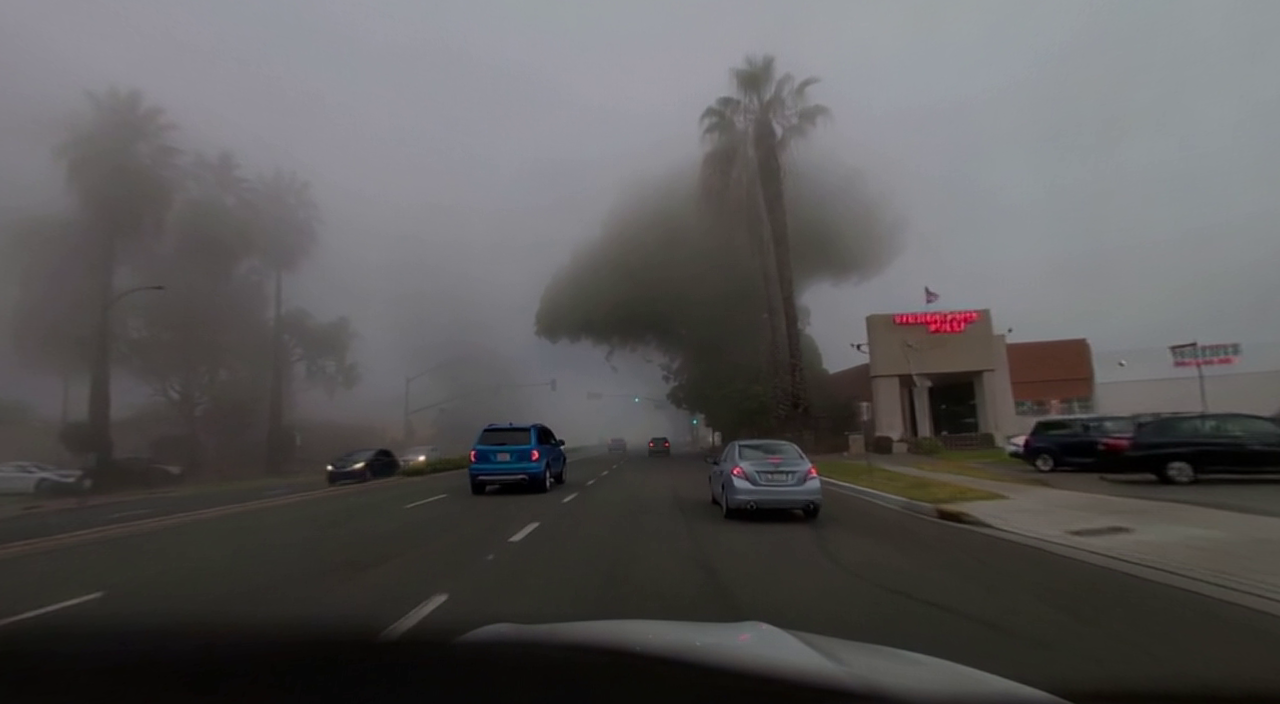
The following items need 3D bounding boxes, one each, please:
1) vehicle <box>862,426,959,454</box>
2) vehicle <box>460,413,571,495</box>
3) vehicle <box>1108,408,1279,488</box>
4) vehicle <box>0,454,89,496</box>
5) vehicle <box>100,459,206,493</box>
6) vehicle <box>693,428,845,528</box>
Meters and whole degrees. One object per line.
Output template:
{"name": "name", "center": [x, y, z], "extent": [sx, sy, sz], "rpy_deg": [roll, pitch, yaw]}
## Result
{"name": "vehicle", "center": [15.138, 4.994, 35.522], "extent": [4.680, 1.506, 2.017], "rpy_deg": [-3, -9, 14]}
{"name": "vehicle", "center": [-3.305, 2.867, 17.823], "extent": [2.152, 1.987, 4.527], "rpy_deg": [0, -9, 1]}
{"name": "vehicle", "center": [11.708, 1.857, 12.201], "extent": [1.874, 1.386, 3.745], "rpy_deg": [6, -11, -35]}
{"name": "vehicle", "center": [-26.820, 5.221, 26.970], "extent": [4.667, 1.680, 2.082], "rpy_deg": [7, -11, -39]}
{"name": "vehicle", "center": [-26.664, 6.743, 34.583], "extent": [4.343, 1.452, 2.097], "rpy_deg": [4, -11, -44]}
{"name": "vehicle", "center": [2.117, 2.227, 11.715], "extent": [1.919, 1.472, 4.470], "rpy_deg": [0, -9, 0]}
